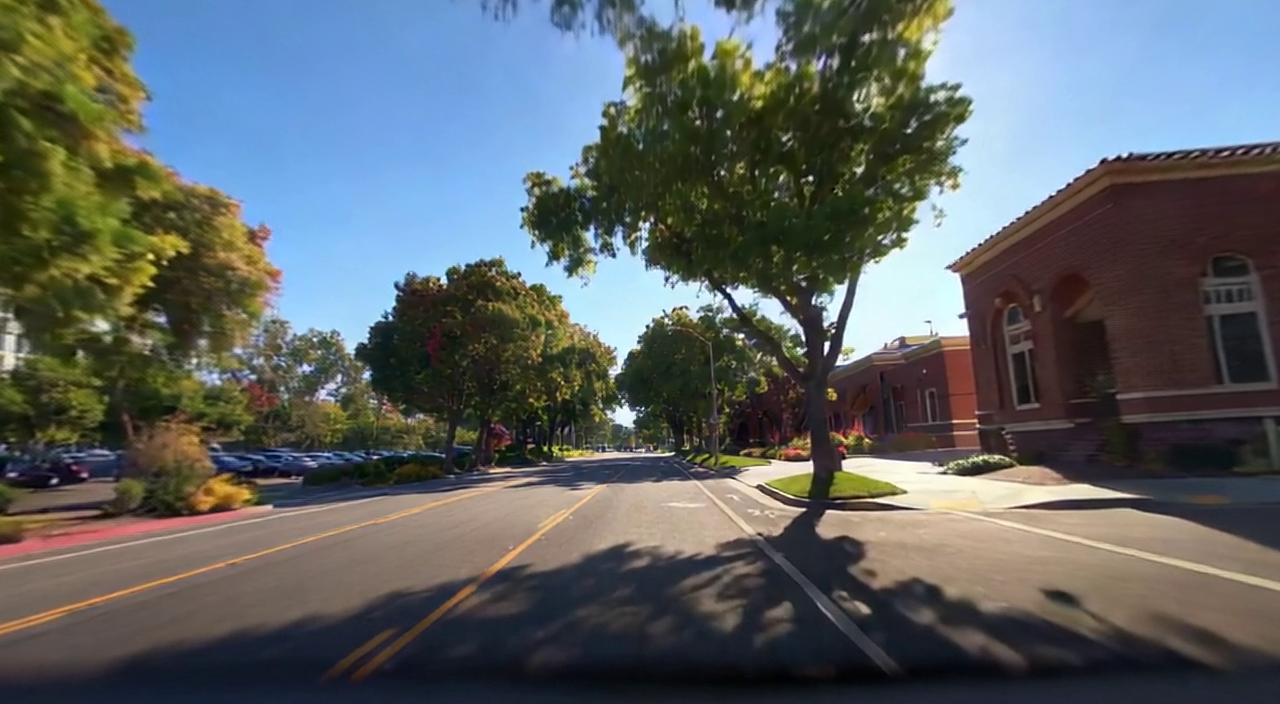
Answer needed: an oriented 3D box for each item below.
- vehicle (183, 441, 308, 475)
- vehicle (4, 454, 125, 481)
[{"bbox_3d":[-19.084,5.151,30.636,4.699,1.558,2.113,0,-10,4],"label":"vehicle"},{"bbox_3d":[-32.874,6.587,36.121,4.704,1.448,2.199,0,-9,-2],"label":"vehicle"}]
